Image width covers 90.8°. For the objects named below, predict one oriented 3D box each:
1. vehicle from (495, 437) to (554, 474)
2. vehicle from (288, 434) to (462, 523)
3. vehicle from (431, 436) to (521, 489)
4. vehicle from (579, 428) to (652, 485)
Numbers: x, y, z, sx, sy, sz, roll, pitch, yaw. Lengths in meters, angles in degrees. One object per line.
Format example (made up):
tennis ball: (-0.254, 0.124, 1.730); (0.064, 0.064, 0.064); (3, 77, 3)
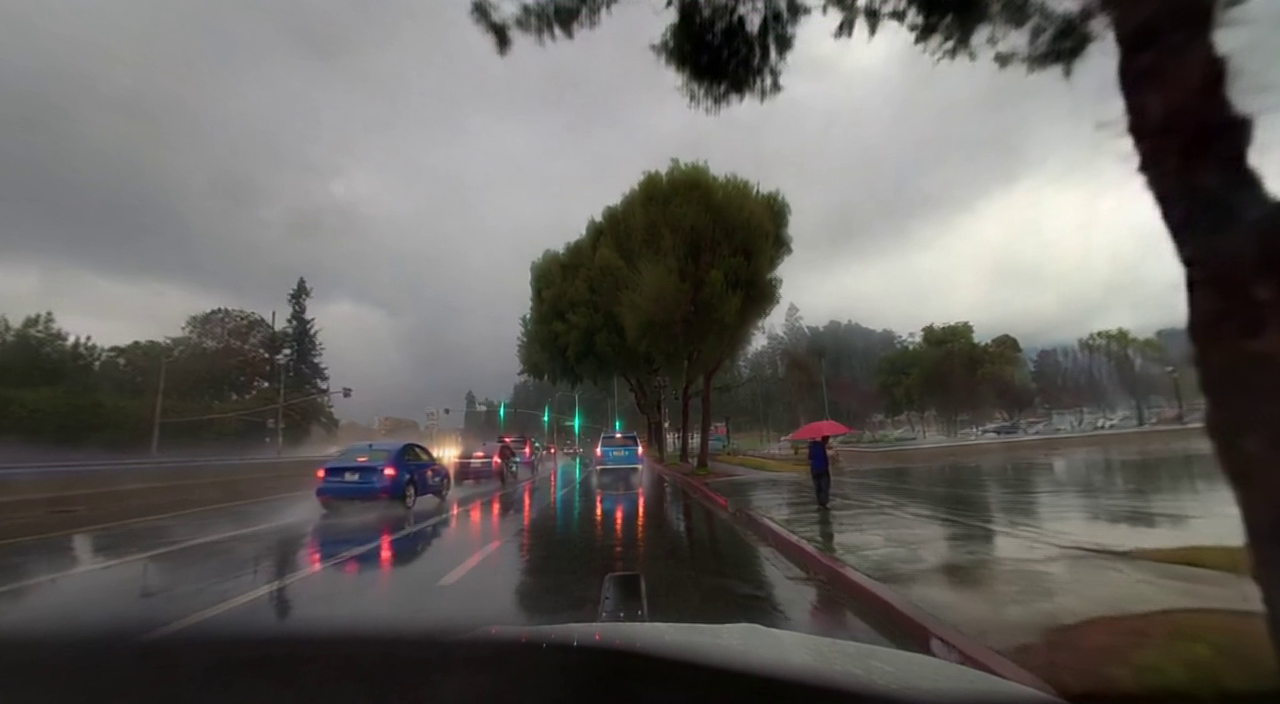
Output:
vehicle: (-5.876, 5.318, 32.696); (2.188, 1.774, 4.477); (0, -8, 0)
vehicle: (-5.497, 2.647, 13.813); (2.069, 1.616, 4.108); (0, -8, -1)
vehicle: (-5.725, 3.910, 22.695); (2.010, 1.674, 4.484); (0, -8, 0)
vehicle: (-0.892, 3.729, 22.835); (2.368, 1.829, 4.293); (0, -9, -2)
